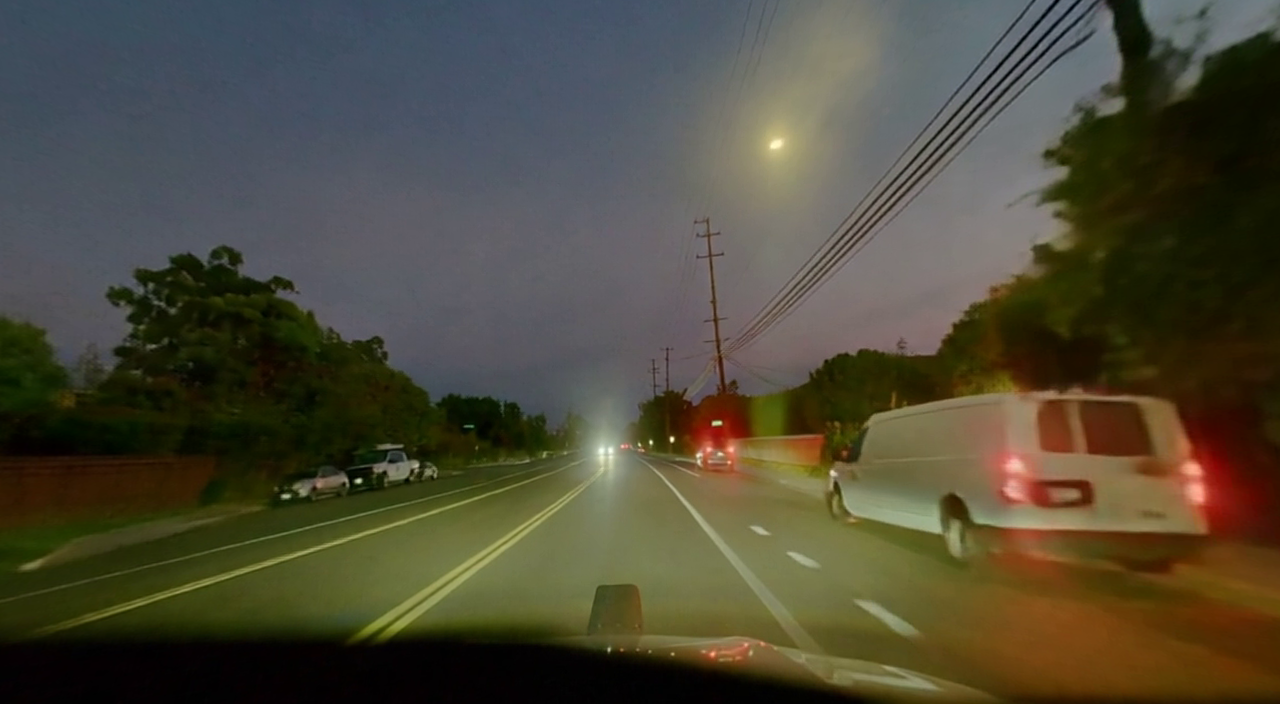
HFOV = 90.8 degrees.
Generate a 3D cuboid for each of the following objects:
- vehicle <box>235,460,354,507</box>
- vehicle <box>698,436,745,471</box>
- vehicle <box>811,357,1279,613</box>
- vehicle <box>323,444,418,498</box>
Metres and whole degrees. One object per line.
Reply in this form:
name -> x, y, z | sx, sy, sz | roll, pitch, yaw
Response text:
vehicle -> -13.416, 5.094, 24.932 | 2.041, 1.573, 4.575 | 0, -9, 1
vehicle -> 4.985, 6.341, 39.539 | 2.238, 1.995, 5.491 | 0, -9, 0
vehicle -> 4.626, 1.698, 9.152 | 2.578, 2.248, 7.011 | -1, -9, 2
vehicle -> -13.316, 5.855, 31.738 | 2.331, 2.265, 5.888 | -2, -8, -1
